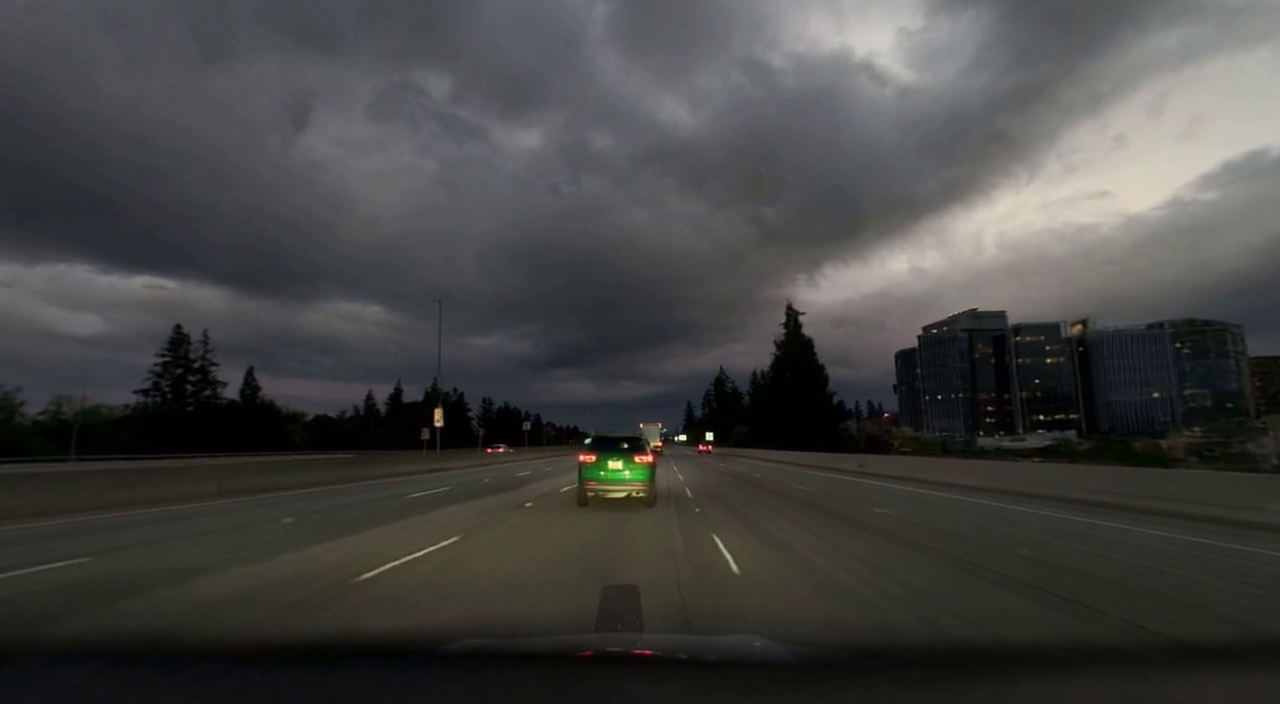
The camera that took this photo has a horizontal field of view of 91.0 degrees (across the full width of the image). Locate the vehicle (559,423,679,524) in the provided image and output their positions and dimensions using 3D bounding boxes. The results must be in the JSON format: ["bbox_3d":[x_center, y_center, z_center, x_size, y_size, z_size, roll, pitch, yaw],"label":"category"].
[{"bbox_3d":[-0.263,2.475,13.342,2.111,1.742,4.315,0,-9,3],"label":"vehicle"}]
